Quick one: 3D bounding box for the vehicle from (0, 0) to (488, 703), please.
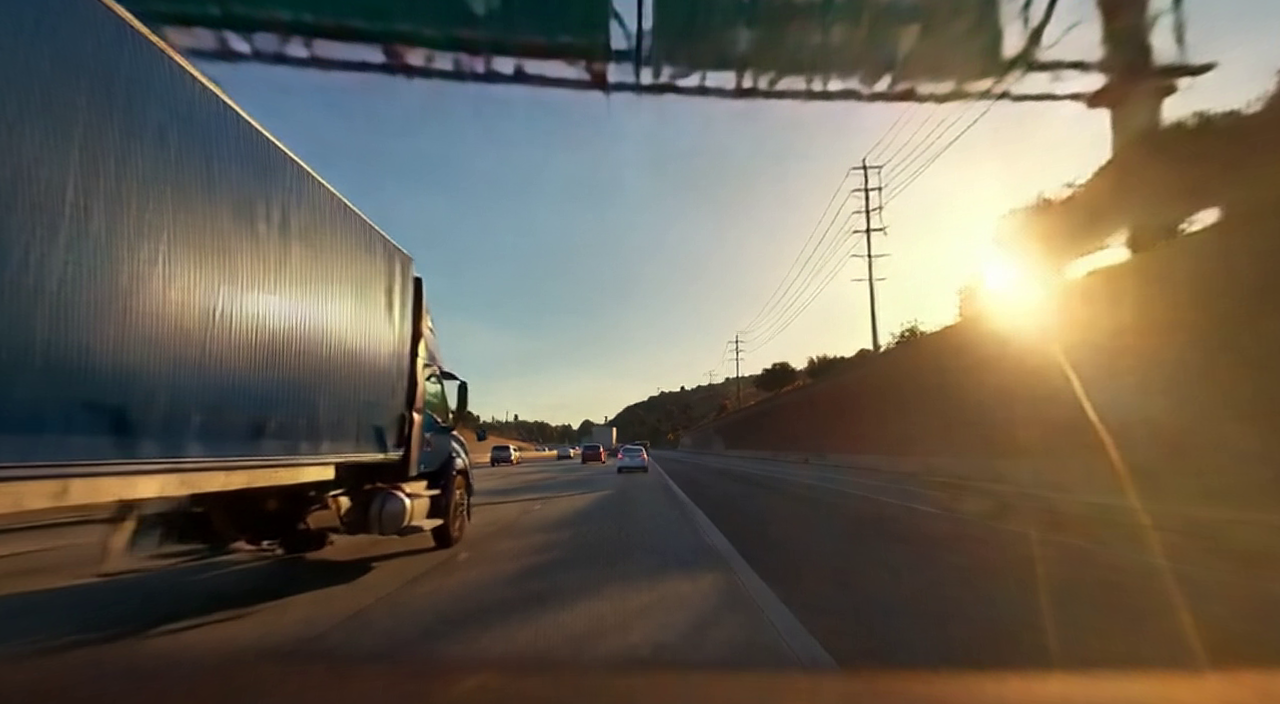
[{"bbox_3d":[-3.570,0.299,3.495,3.023,3.246,9.102,0,-8,1],"label":"vehicle"}]

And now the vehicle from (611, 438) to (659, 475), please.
[{"bbox_3d":[-0.212,5.032,30.481,2.178,1.640,4.071,0,-9,0],"label":"vehicle"}]

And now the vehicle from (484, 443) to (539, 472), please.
[{"bbox_3d":[-7.095,5.852,35.185,2.025,1.510,4.582,0,-8,1],"label":"vehicle"}]
